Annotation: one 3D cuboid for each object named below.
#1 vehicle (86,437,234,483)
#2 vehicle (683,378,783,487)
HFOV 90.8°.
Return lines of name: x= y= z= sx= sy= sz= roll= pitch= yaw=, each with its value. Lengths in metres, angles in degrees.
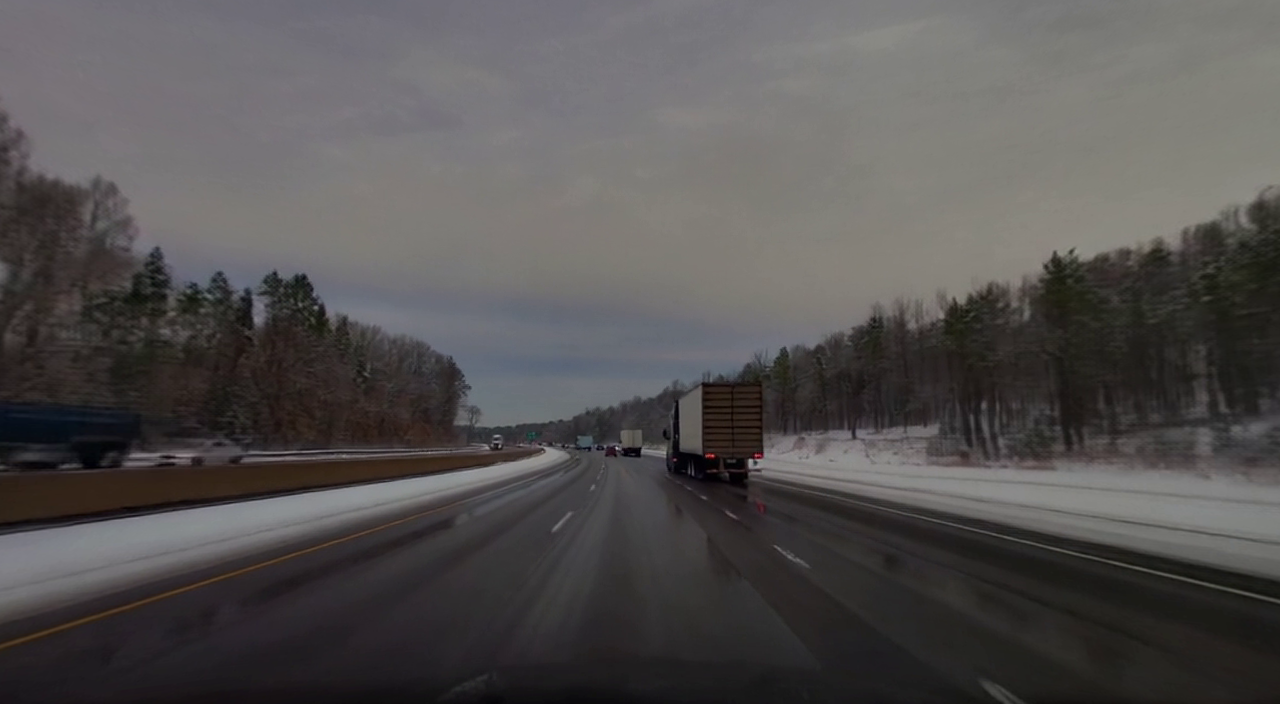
vehicle: x=-17.618 y=3.992 z=23.496 sx=1.978 sy=1.503 sz=4.537 roll=0 pitch=-9 yaw=-1
vehicle: x=3.759 y=3.646 z=27.834 sx=2.826 sy=4.035 sz=8.369 roll=1 pitch=-9 yaw=-2
